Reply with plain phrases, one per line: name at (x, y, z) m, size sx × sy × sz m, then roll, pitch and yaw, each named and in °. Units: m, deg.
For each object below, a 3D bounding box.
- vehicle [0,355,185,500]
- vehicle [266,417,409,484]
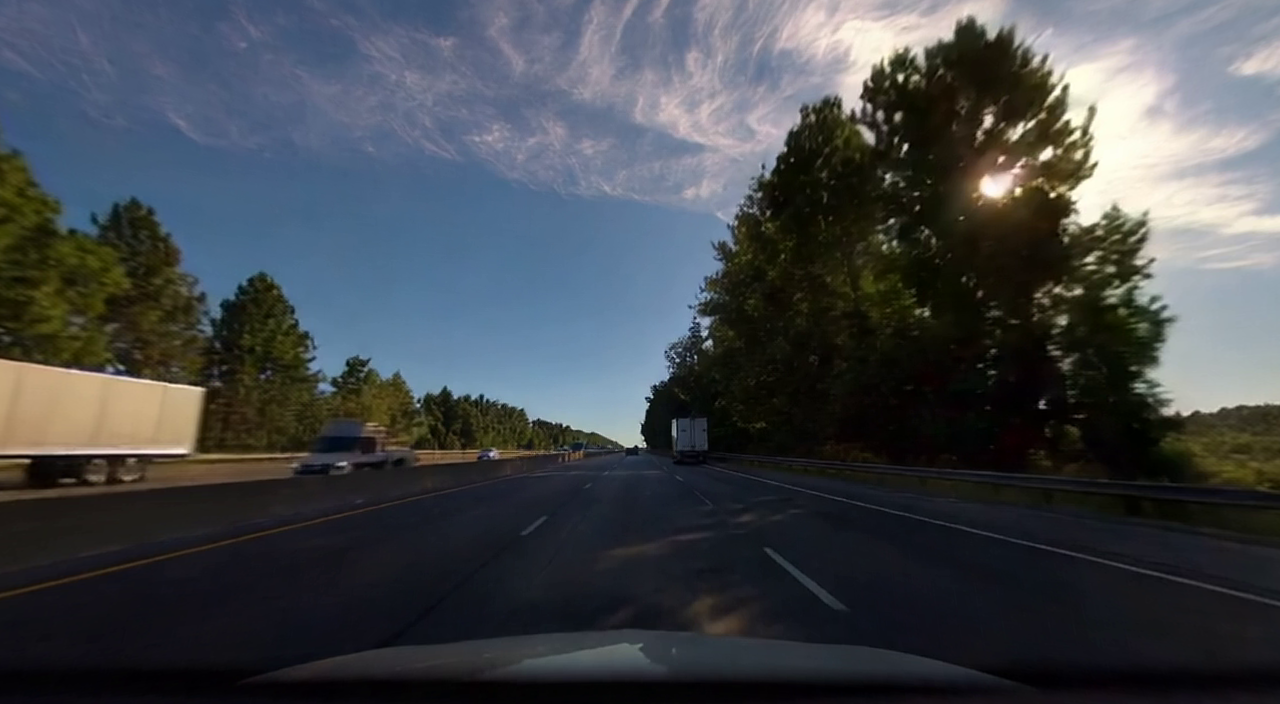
vehicle at (-19.565, 2.228, 18.413) m, size 2.913 × 4.049 × 12.675 m, roll 0°, pitch -9°, yaw 0°
vehicle at (-12.033, 4.056, 25.894) m, size 2.321 × 2.365 × 6.898 m, roll 0°, pitch -9°, yaw 1°
